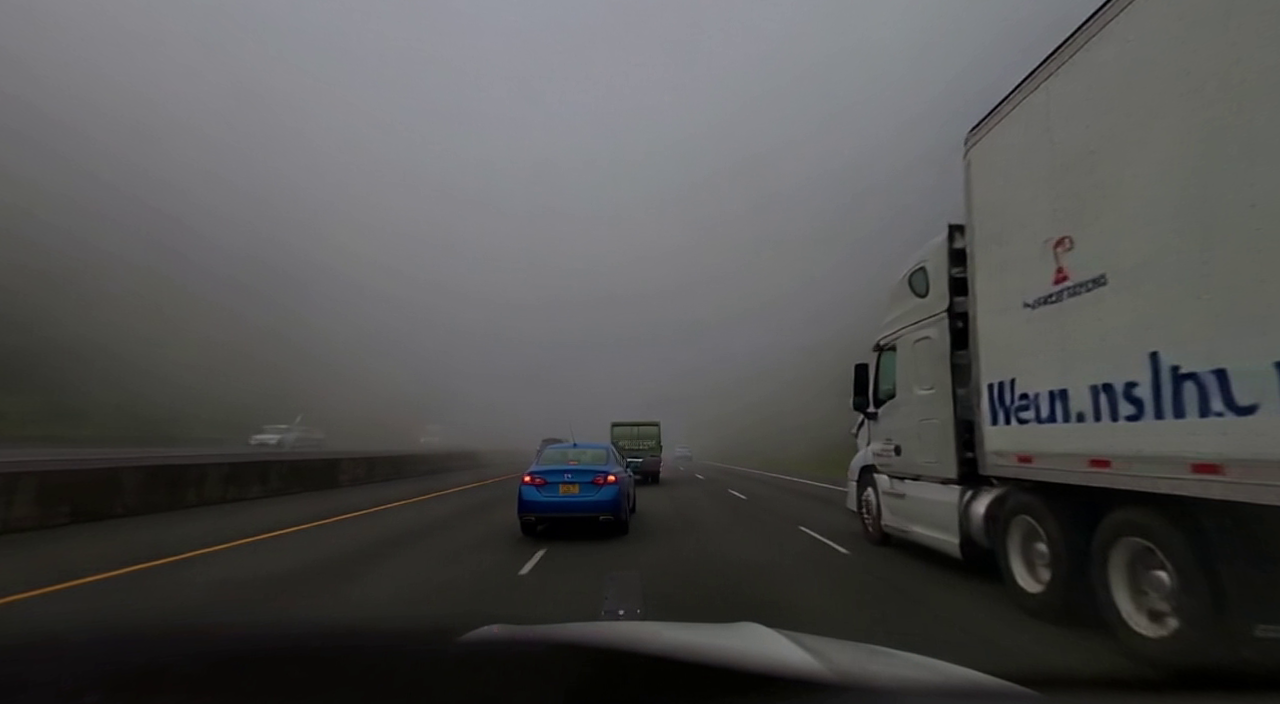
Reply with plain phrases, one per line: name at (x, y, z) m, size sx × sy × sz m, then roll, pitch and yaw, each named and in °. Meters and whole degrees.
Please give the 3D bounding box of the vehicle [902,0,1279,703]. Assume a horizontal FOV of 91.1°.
vehicle at (4.895, -0.503, 1.018) m, size 2.825 × 4.043 × 14.051 m, roll 0°, pitch -9°, yaw 0°

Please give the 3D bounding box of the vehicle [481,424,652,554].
vehicle at (-0.880, 1.981, 9.678) m, size 2.038 × 1.582 × 3.729 m, roll -1°, pitch -9°, yaw 2°
